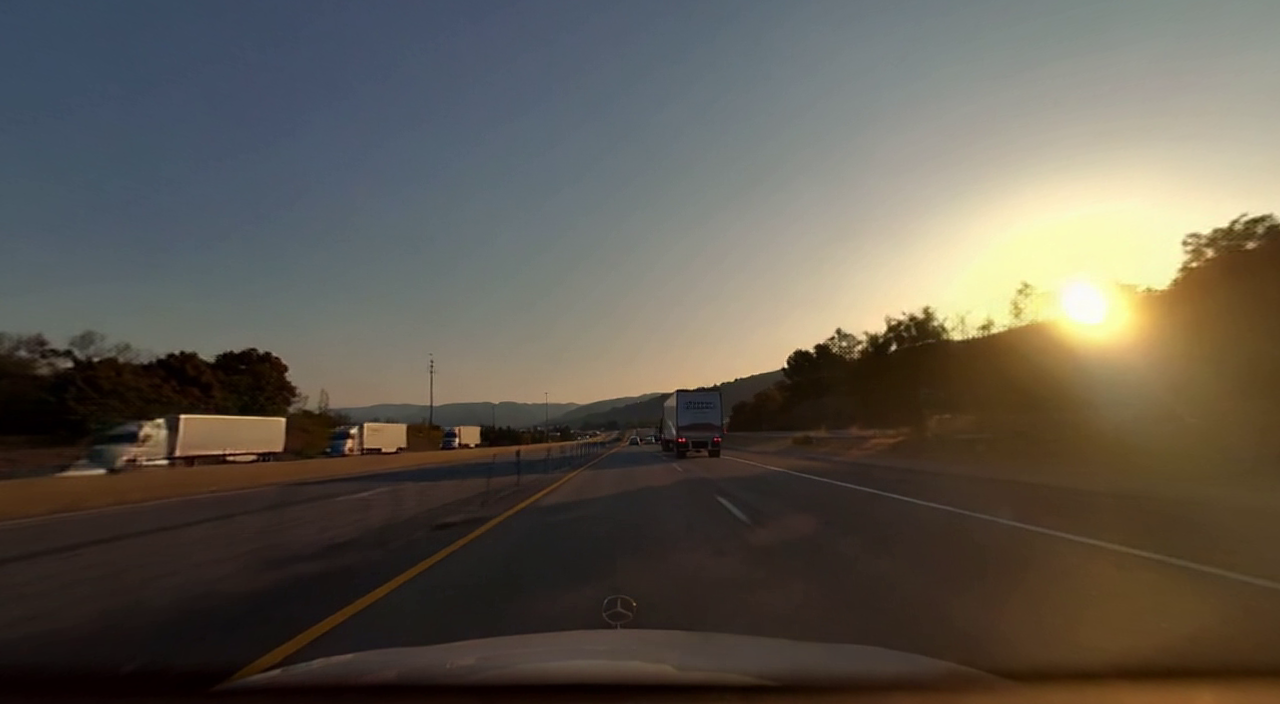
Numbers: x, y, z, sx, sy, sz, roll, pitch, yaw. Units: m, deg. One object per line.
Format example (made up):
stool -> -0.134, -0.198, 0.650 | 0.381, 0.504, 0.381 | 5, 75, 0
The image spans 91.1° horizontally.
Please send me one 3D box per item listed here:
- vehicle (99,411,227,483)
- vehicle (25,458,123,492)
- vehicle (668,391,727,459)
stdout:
vehicle -> -29.261, 5.835, 39.074 | 3.001, 4.033, 6.755 | 1, -8, -6
vehicle -> -28.141, 6.081, 31.435 | 1.833, 1.425, 4.295 | 2, -8, -16
vehicle -> 3.470, 4.742, 40.410 | 2.888, 3.866, 8.380 | 0, -8, -1
